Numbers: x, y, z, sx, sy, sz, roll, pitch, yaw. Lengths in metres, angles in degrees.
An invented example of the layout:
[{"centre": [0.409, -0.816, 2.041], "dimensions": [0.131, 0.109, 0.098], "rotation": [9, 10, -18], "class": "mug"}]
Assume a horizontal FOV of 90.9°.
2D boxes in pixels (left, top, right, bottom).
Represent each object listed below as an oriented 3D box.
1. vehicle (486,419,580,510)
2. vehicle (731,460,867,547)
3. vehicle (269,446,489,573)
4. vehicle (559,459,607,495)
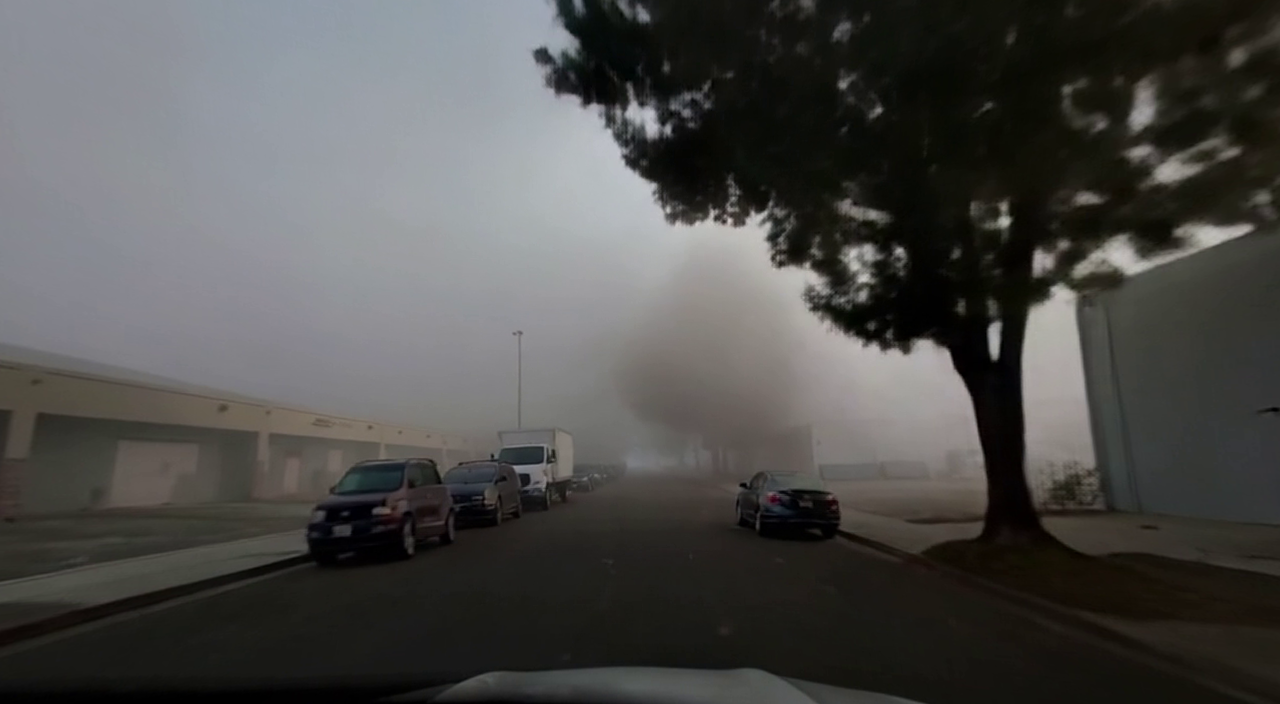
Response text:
[{"centre": [-3.504, 3.930, 21.996], "dimensions": [2.242, 2.726, 5.581], "rotation": [1, -11, 0], "class": "vehicle"}, {"centre": [3.036, 2.991, 12.905], "dimensions": [1.819, 1.446, 3.909], "rotation": [1, -11, 1], "class": "vehicle"}, {"centre": [-3.893, 2.417, 10.199], "dimensions": [1.835, 1.625, 3.674], "rotation": [0, -11, 2], "class": "vehicle"}, {"centre": [-2.917, 6.529, 33.220], "dimensions": [1.886, 1.640, 4.311], "rotation": [1, -8, 2], "class": "vehicle"}]
